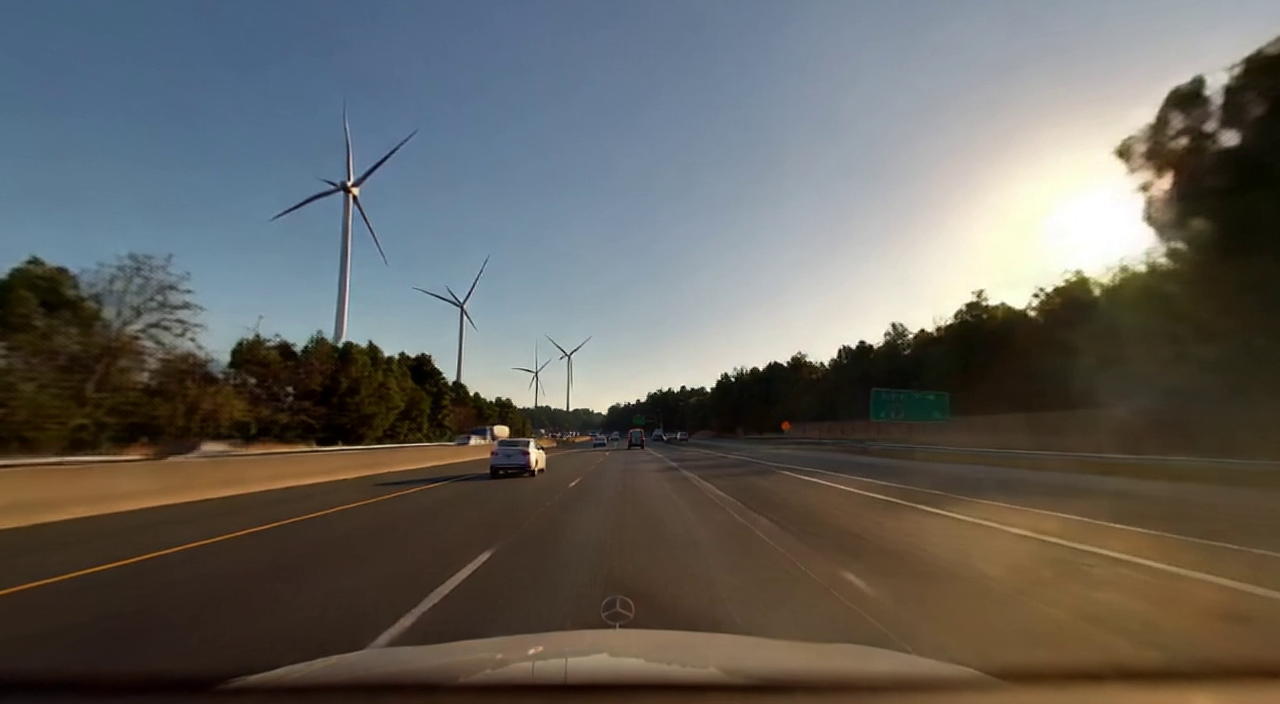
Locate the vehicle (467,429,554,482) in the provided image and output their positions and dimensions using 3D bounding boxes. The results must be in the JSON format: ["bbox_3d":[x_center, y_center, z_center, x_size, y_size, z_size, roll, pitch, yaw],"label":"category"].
[{"bbox_3d":[-4.066,3.309,20.425,1.950,1.511,3.965,0,-8,0],"label":"vehicle"}]

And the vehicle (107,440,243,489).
[{"bbox_3d":[-16.983,4.074,23.302,1.890,1.622,4.117,0,-8,-1],"label":"vehicle"}]
